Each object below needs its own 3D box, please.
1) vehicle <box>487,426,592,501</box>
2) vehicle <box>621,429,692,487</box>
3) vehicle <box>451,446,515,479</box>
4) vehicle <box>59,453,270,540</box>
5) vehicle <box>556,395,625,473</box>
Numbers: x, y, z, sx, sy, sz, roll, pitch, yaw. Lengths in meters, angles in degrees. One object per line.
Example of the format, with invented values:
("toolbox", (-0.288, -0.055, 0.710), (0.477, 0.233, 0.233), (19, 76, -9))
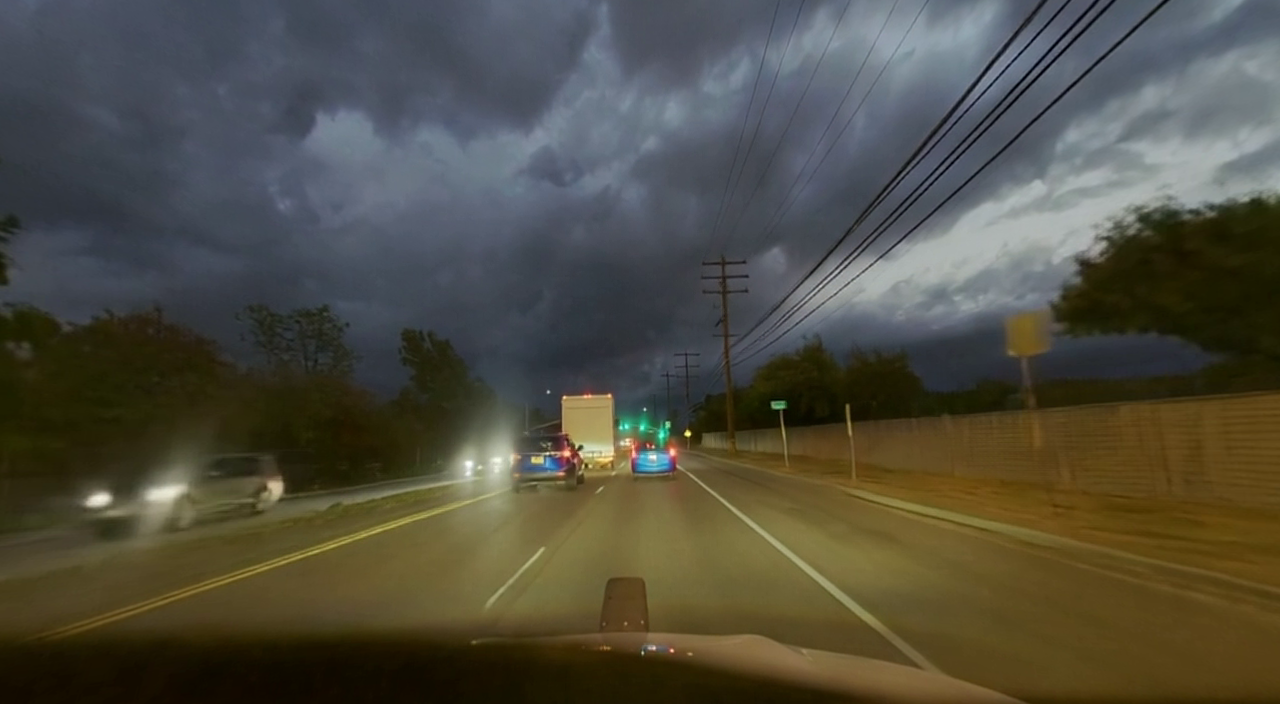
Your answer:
("vehicle", (-2.670, 3.112, 17.936), (2.093, 1.832, 4.508), (0, -9, 2))
("vehicle", (0.524, 3.554, 21.325), (2.174, 1.749, 4.113), (0, -9, 1))
("vehicle", (-8.036, 5.672, 32.718), (2.081, 1.568, 4.265), (0, -9, 2))
("vehicle", (-11.832, 3.547, 16.184), (1.959, 1.691, 4.479), (-5, -9, 0))
("vehicle", (-2.475, 4.706, 35.262), (2.928, 3.658, 10.953), (0, -9, 0))
